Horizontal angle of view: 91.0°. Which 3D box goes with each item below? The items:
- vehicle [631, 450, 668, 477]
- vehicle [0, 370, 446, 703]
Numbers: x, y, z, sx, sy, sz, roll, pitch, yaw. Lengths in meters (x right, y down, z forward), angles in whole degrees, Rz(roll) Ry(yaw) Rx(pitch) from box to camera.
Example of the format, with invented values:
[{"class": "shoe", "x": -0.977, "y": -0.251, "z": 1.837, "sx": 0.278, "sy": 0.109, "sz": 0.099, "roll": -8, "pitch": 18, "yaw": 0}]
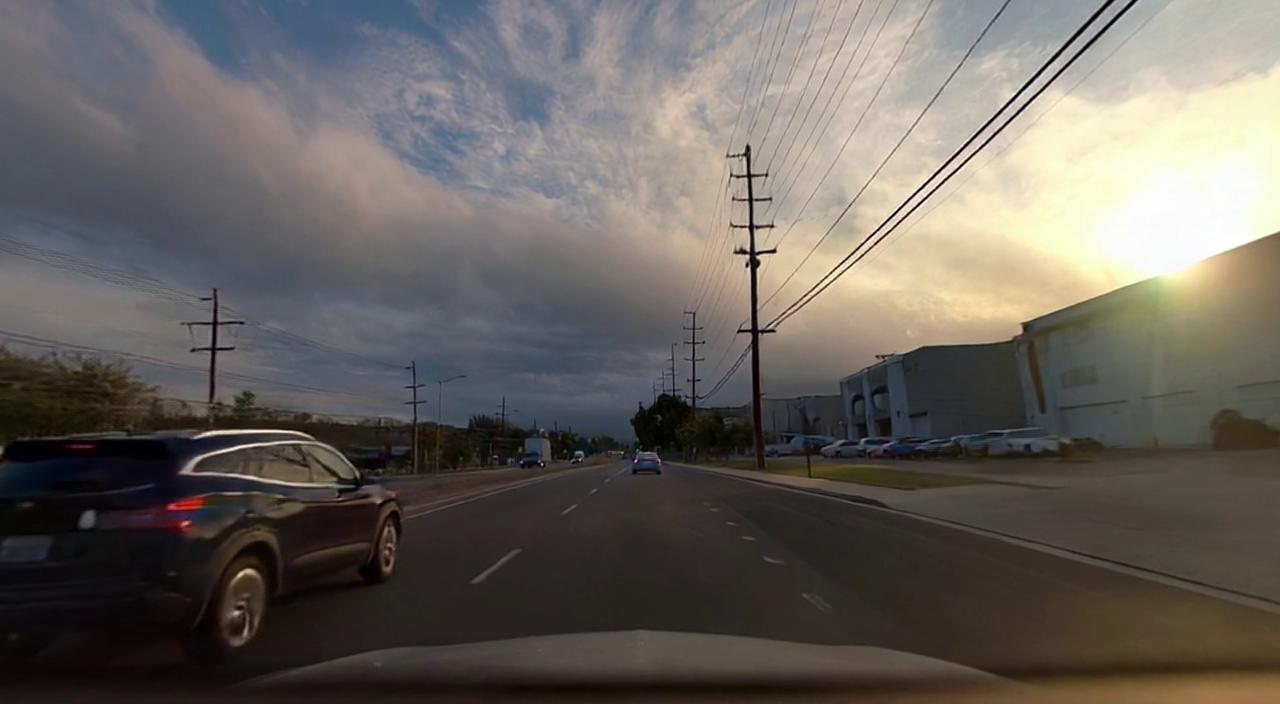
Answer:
[{"class": "vehicle", "x": 0.509, "y": 6.741, "z": 38.291, "sx": 2.114, "sy": 1.492, "sz": 4.453, "roll": 0, "pitch": -9, "yaw": -1}, {"class": "vehicle", "x": -3.404, "y": 1.274, "z": 5.041, "sx": 2.169, "sy": 1.679, "sz": 4.723, "roll": 0, "pitch": -9, "yaw": 0}]
